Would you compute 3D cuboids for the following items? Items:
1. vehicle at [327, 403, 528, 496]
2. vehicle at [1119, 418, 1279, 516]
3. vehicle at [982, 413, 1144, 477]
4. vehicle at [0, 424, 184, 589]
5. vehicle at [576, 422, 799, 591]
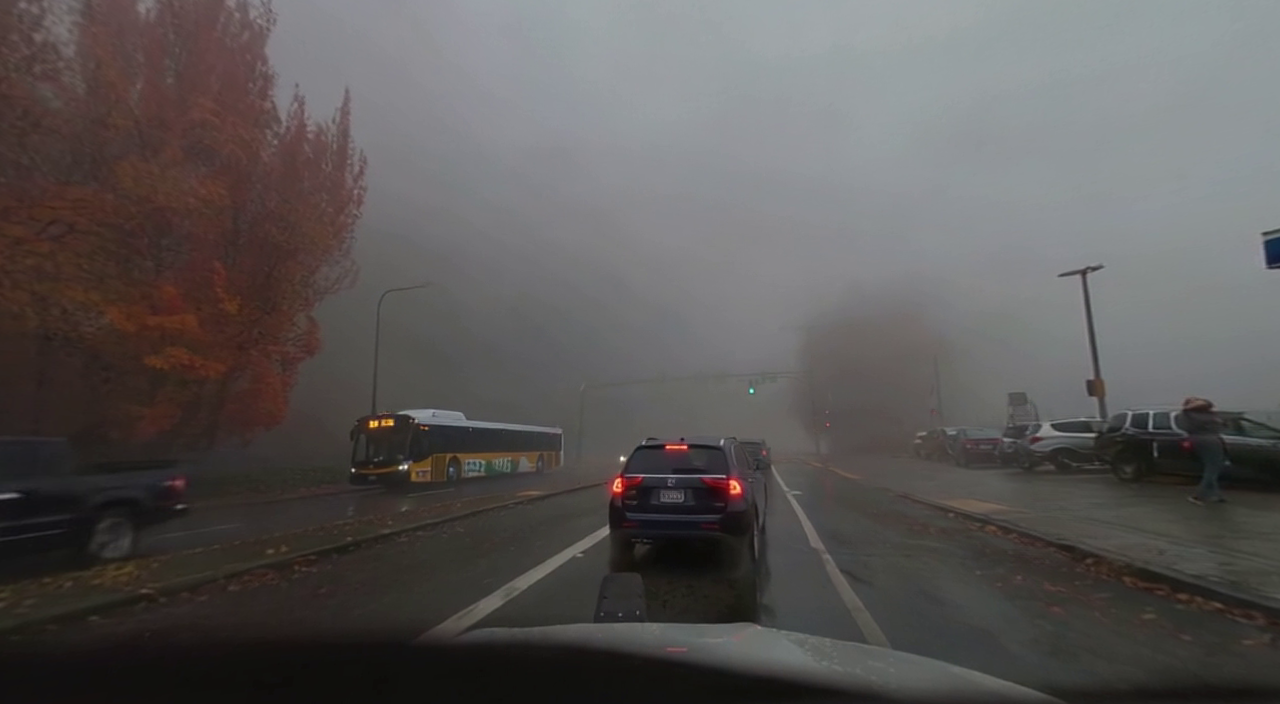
[{"bbox_3d":[-8.534,4.319,27.824,3.189,3.205,11.526,-2,-9,10],"label":"vehicle"},{"bbox_3d":[11.502,1.833,10.527,4.894,1.451,2.089,-5,-10,11],"label":"vehicle"},{"bbox_3d":[13.671,3.045,20.527,3.693,1.671,2.014,-7,-9,12],"label":"vehicle"},{"bbox_3d":[-8.010,1.610,6.416,2.147,1.741,5.239,-2,-9,10],"label":"vehicle"},{"bbox_3d":[0.822,1.747,7.927,2.092,1.507,4.078,-2,-9,12],"label":"vehicle"}]
